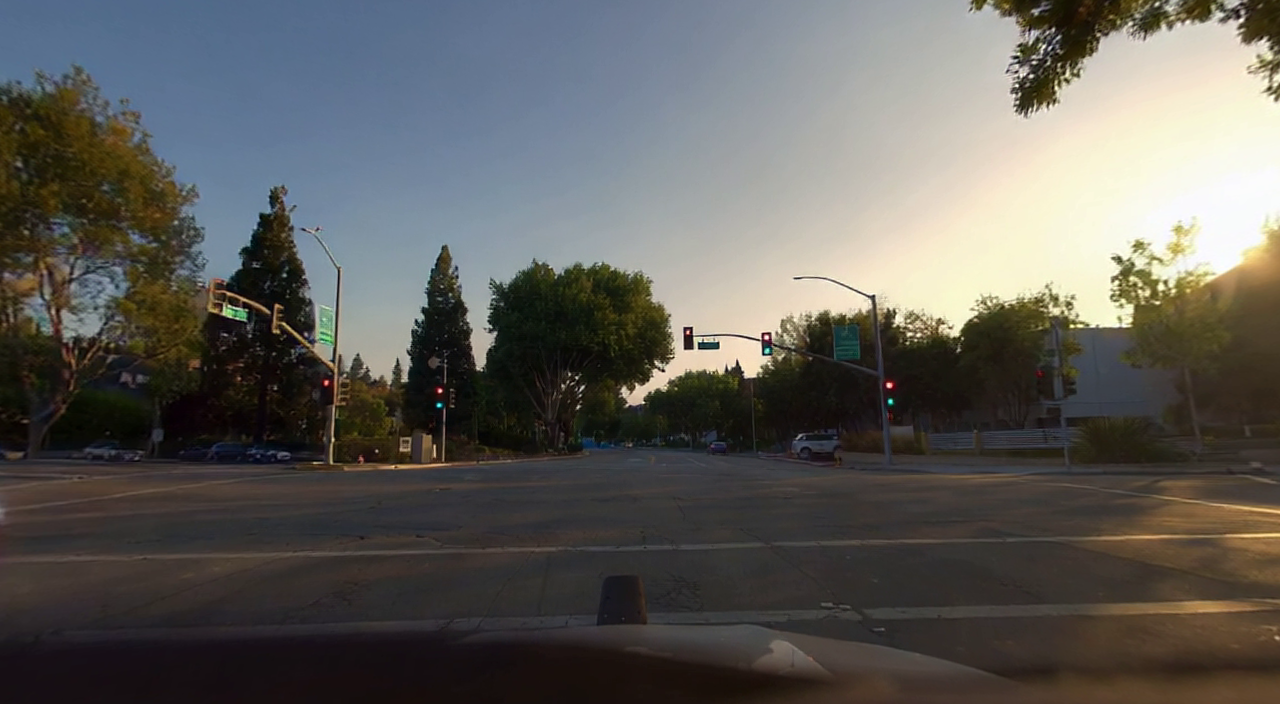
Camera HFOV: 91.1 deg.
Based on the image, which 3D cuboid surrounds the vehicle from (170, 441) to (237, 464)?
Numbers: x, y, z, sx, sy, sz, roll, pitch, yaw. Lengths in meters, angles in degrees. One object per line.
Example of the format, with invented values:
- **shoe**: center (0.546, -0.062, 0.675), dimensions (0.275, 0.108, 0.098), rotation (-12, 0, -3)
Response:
- **vehicle**: center (-29.141, 6.702, 42.066), dimensions (1.696, 1.431, 3.686), rotation (0, -8, 3)

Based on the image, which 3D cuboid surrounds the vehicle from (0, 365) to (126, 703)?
- **vehicle**: center (-4.032, 0.705, 1.104), dimensions (2.134, 1.768, 4.580), rotation (-1, -8, 4)
